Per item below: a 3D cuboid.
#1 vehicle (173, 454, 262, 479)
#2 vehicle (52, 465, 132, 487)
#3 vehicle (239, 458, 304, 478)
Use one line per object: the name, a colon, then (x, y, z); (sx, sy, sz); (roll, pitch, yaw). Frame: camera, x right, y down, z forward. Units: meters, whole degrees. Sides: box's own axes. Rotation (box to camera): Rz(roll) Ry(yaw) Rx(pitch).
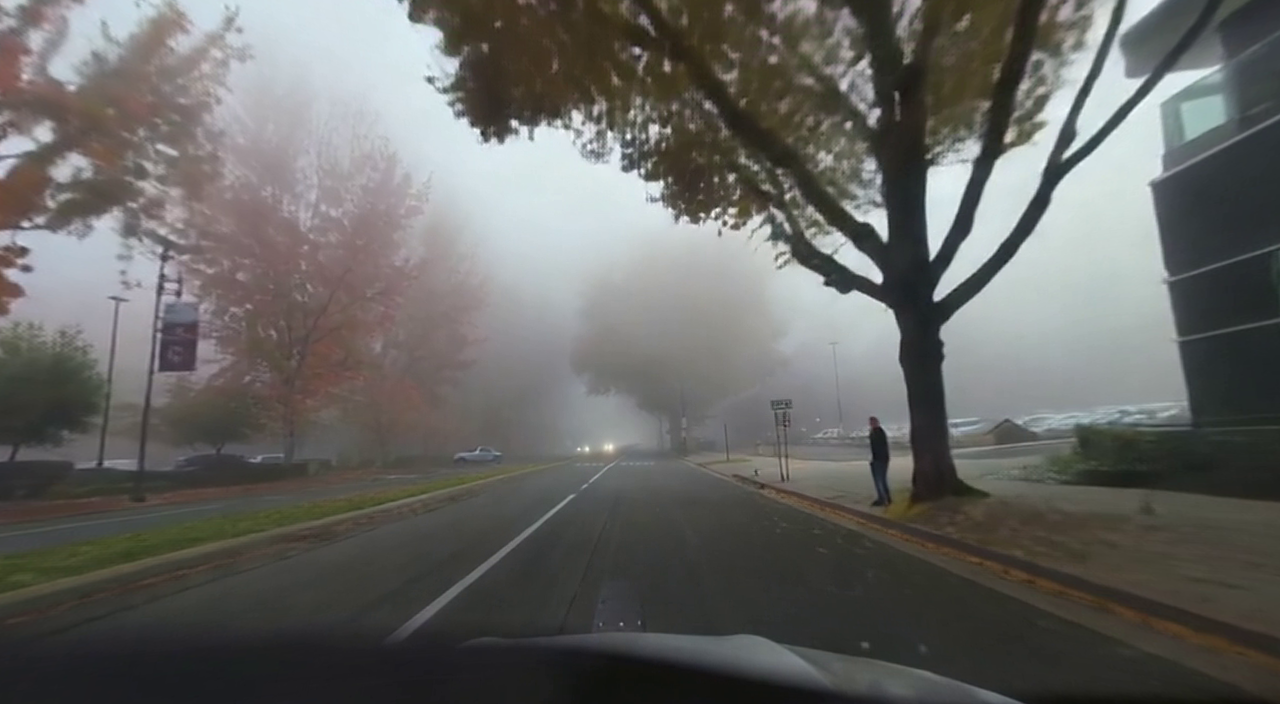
vehicle: (-28.553, 7.756, 42.529); (4.552, 1.576, 2.005); (0, -9, 2)
vehicle: (-40.975, 9.265, 46.983); (4.138, 1.508, 1.822); (0, -9, -2)
vehicle: (-28.148, 8.873, 47.997); (3.844, 1.448, 1.746); (0, -9, 1)
